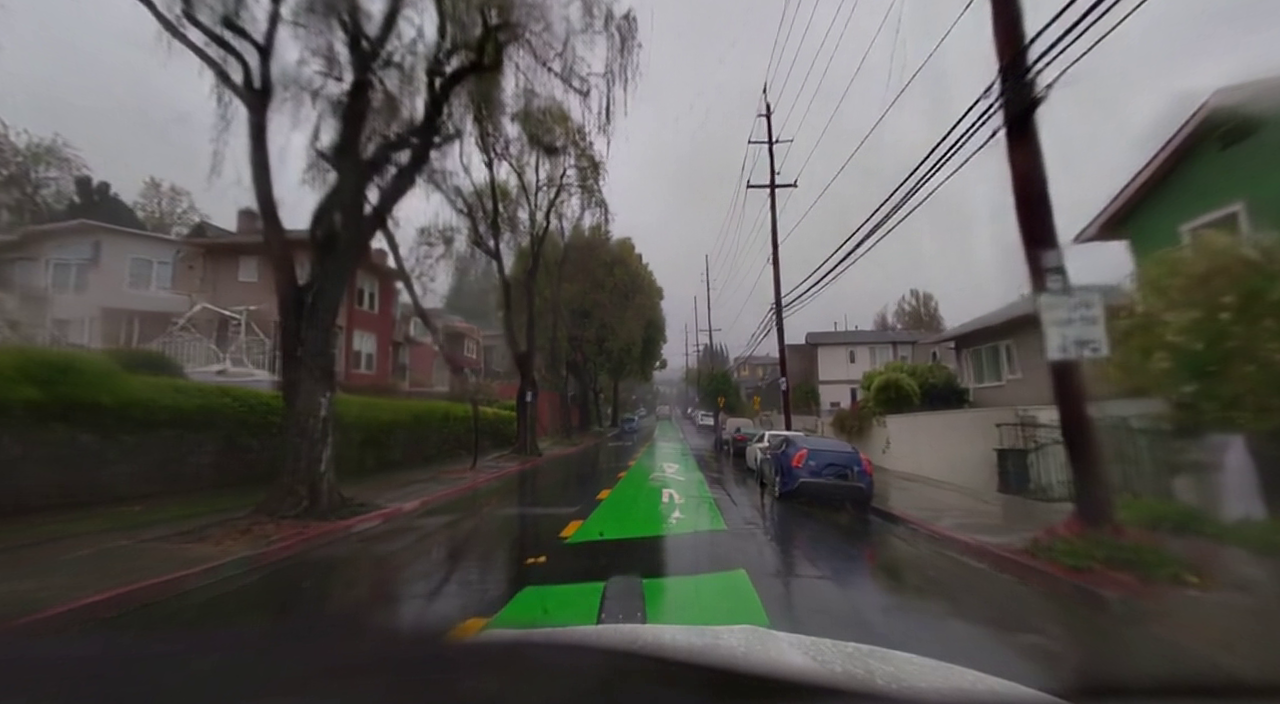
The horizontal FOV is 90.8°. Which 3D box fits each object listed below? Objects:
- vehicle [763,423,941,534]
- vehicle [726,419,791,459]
[{"bbox_3d":[3.582,2.199,11.628,2.235,1.500,4.496,2,-8,7],"label":"vehicle"},{"bbox_3d":[4.826,3.664,26.383,1.981,1.512,4.144,0,-9,1],"label":"vehicle"}]
